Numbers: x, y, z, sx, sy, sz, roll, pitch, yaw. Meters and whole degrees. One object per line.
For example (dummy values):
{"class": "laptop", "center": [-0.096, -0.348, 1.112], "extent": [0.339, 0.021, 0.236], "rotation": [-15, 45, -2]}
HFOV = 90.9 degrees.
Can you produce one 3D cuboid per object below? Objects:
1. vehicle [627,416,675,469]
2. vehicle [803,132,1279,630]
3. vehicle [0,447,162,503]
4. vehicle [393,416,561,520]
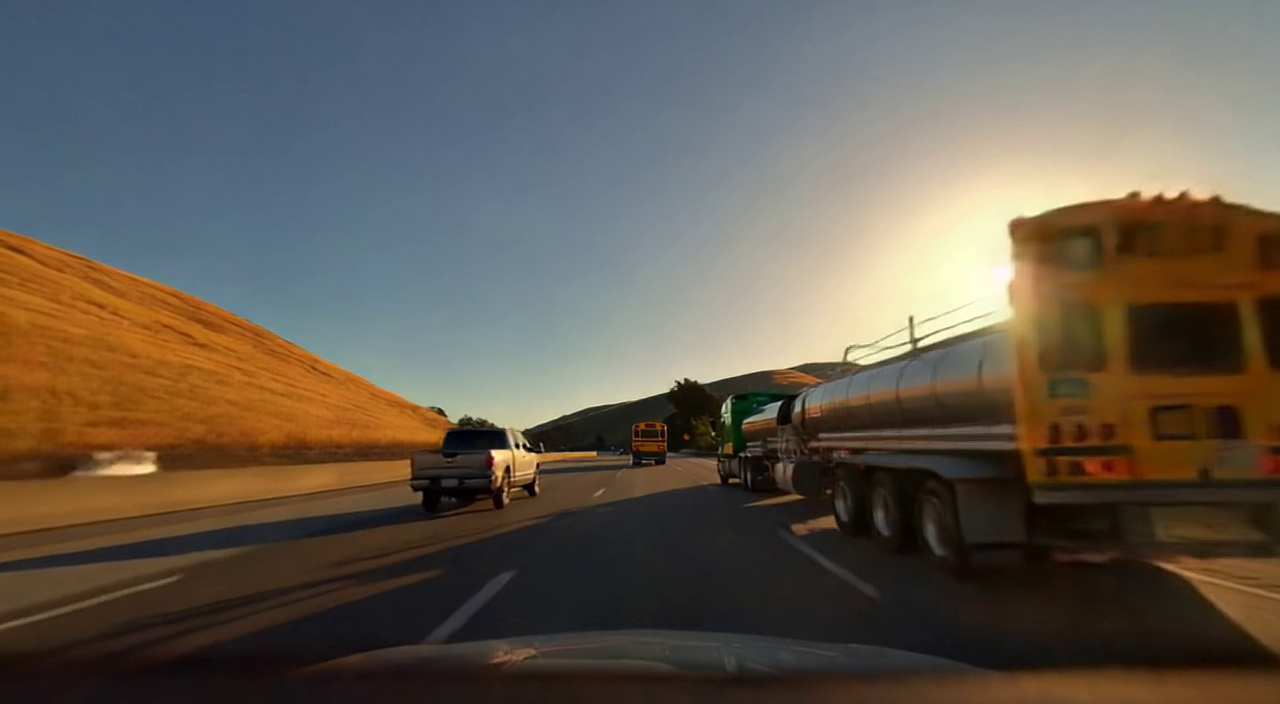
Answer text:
{"class": "vehicle", "center": [0.705, 6.436, 44.772], "extent": [2.948, 3.265, 10.569], "rotation": [0, -8, 0]}
{"class": "vehicle", "center": [4.397, 0.621, 8.156], "extent": [2.716, 3.705, 7.018], "rotation": [0, -8, 1]}
{"class": "vehicle", "center": [-21.423, 4.640, 24.368], "extent": [2.145, 1.885, 4.676], "rotation": [0, -8, 0]}
{"class": "vehicle", "center": [-3.441, 2.610, 14.843], "extent": [2.241, 1.927, 5.833], "rotation": [0, -8, 2]}
